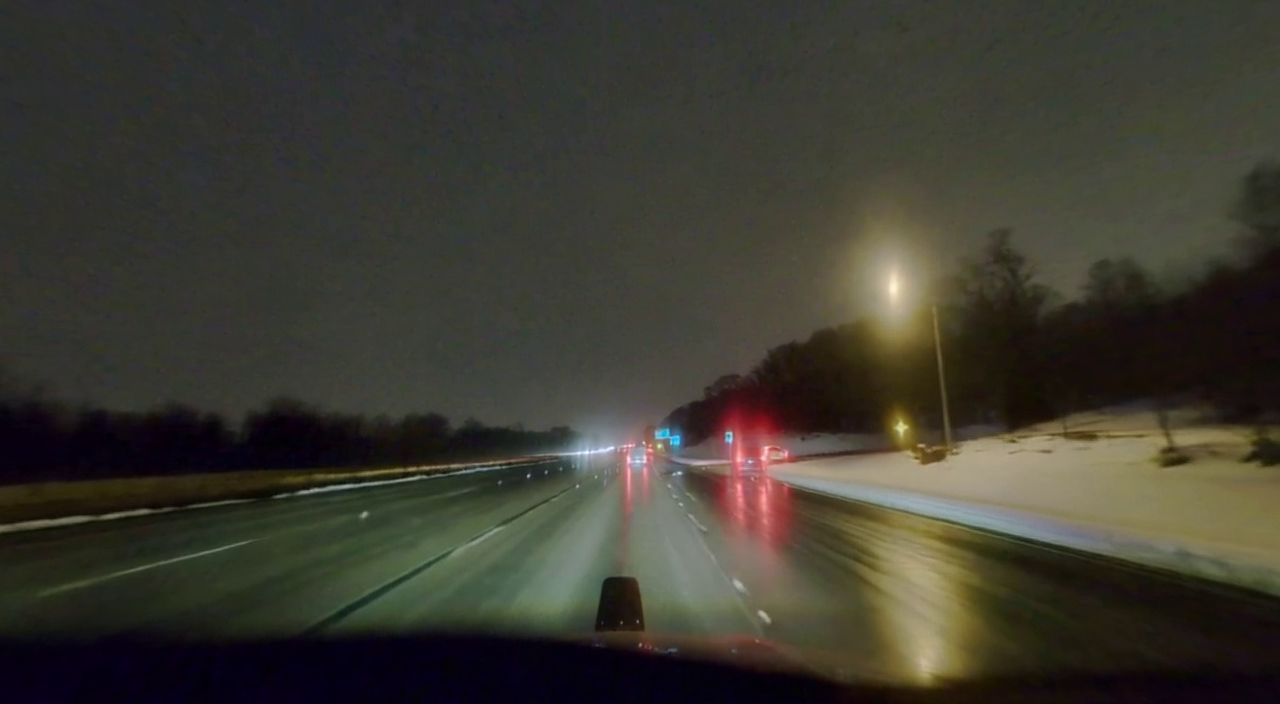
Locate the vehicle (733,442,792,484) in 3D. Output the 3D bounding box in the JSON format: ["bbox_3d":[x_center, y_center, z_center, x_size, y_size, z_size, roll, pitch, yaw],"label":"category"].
[{"bbox_3d":[5.511,5.018,28.904,2.133,1.746,4.511,-1,-9,5],"label":"vehicle"}]
